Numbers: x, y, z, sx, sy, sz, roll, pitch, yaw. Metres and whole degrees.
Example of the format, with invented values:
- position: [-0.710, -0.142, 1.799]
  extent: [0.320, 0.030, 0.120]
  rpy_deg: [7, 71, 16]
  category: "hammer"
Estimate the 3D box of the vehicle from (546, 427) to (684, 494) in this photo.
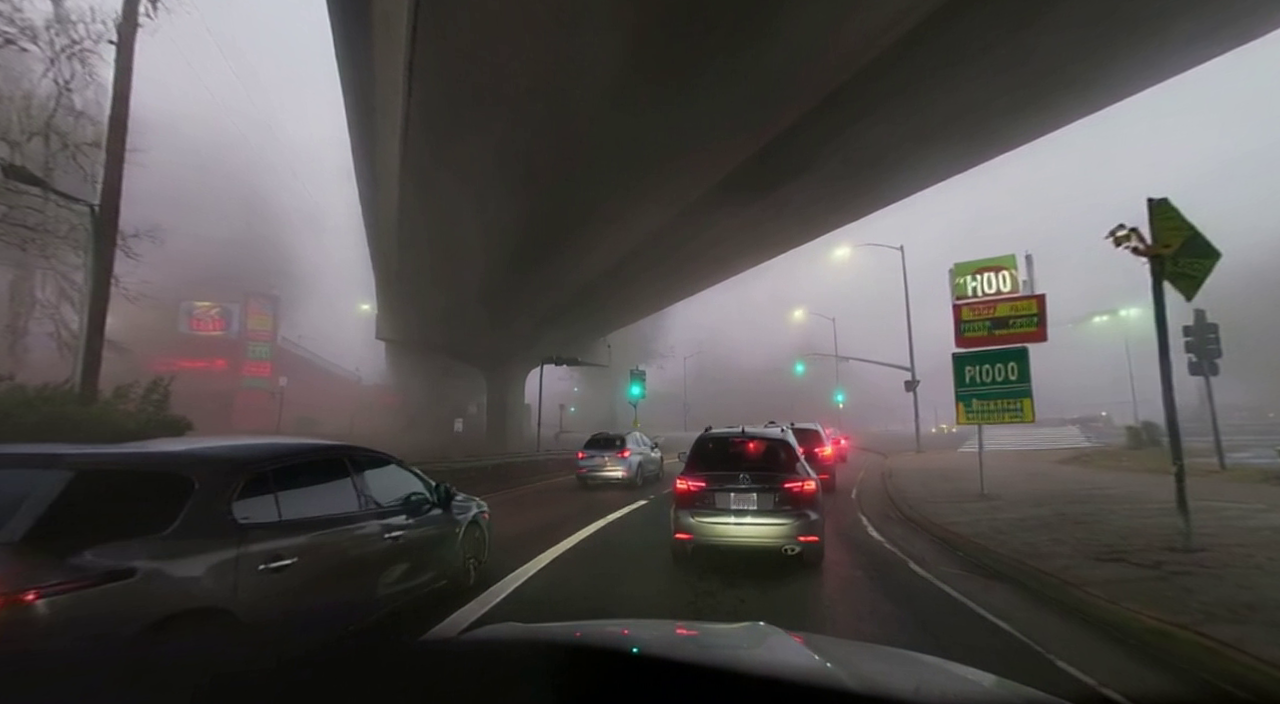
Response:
- position: [-0.465, 2.851, 16.960]
  extent: [2.214, 1.519, 4.704]
  rpy_deg: [-3, -9, 18]
  category: "vehicle"

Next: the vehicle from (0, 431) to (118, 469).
- position: [-33.221, 5.504, 35.382]
  extent: [5.457, 2.021, 2.213]
  rpy_deg: [2, -9, -14]
  category: "vehicle"

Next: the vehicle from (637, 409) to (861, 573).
- position: [1.469, 1.689, 8.487]
  extent: [2.195, 1.571, 4.353]
  rpy_deg: [-2, -9, 11]
  category: "vehicle"
